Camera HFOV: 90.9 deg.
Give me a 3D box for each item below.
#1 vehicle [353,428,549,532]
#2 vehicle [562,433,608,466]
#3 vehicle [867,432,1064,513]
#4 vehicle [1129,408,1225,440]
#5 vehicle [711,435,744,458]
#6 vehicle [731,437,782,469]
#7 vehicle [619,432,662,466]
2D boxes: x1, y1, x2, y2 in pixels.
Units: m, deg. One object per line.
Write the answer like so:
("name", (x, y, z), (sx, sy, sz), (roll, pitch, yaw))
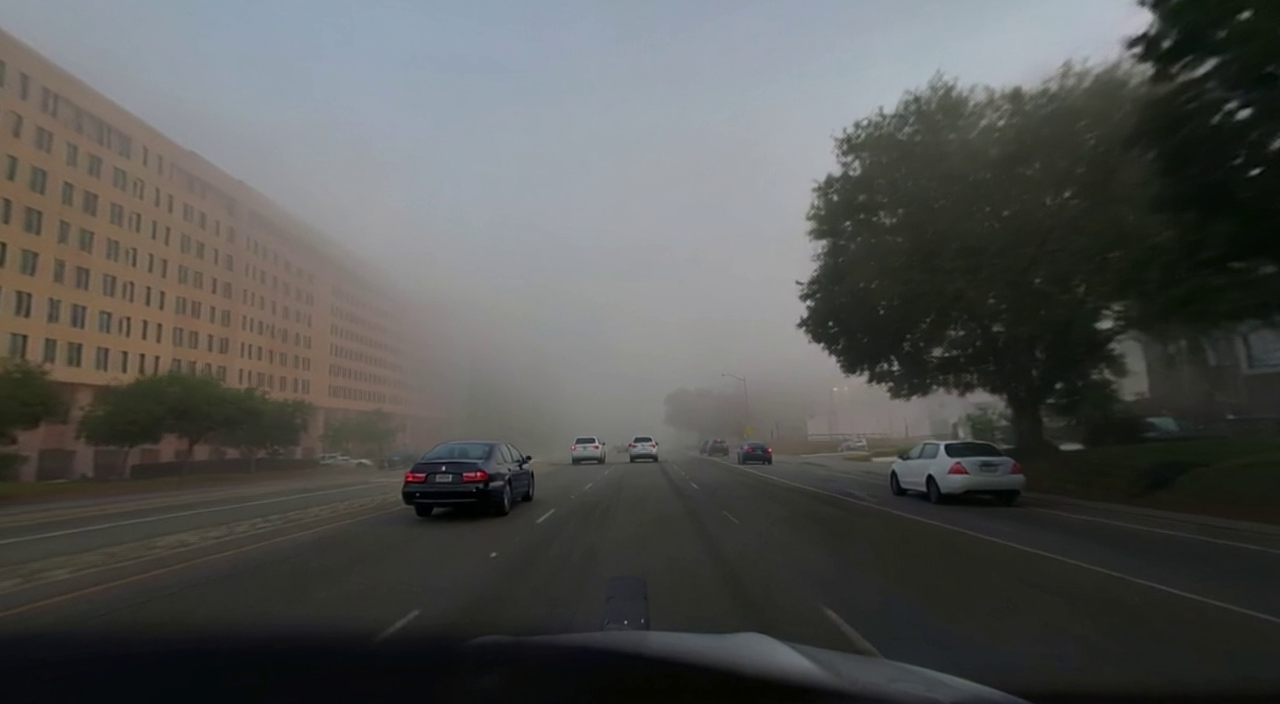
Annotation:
("vehicle", (-3.068, 2.182, 11.421), (2.095, 1.486, 4.411), (-1, -8, 1))
("vehicle", (-3.121, 5.637, 36.657), (2.117, 1.799, 4.442), (-1, -8, 2))
("vehicle", (6.796, 2.535, 13.875), (1.865, 1.458, 4.605), (0, -8, 0))
("vehicle", (26.352, 3.571, 30.894), (4.692, 1.475, 2.038), (5, -10, -31))
("vehicle", (6.895, 7.474, 49.951), (1.982, 1.717, 4.250), (0, -8, 0))
("vehicle", (5.687, 4.977, 31.176), (1.884, 1.458, 4.245), (-1, -8, 3))
("vehicle", (0.044, 5.470, 35.792), (2.304, 1.795, 4.526), (-1, -8, 1))
